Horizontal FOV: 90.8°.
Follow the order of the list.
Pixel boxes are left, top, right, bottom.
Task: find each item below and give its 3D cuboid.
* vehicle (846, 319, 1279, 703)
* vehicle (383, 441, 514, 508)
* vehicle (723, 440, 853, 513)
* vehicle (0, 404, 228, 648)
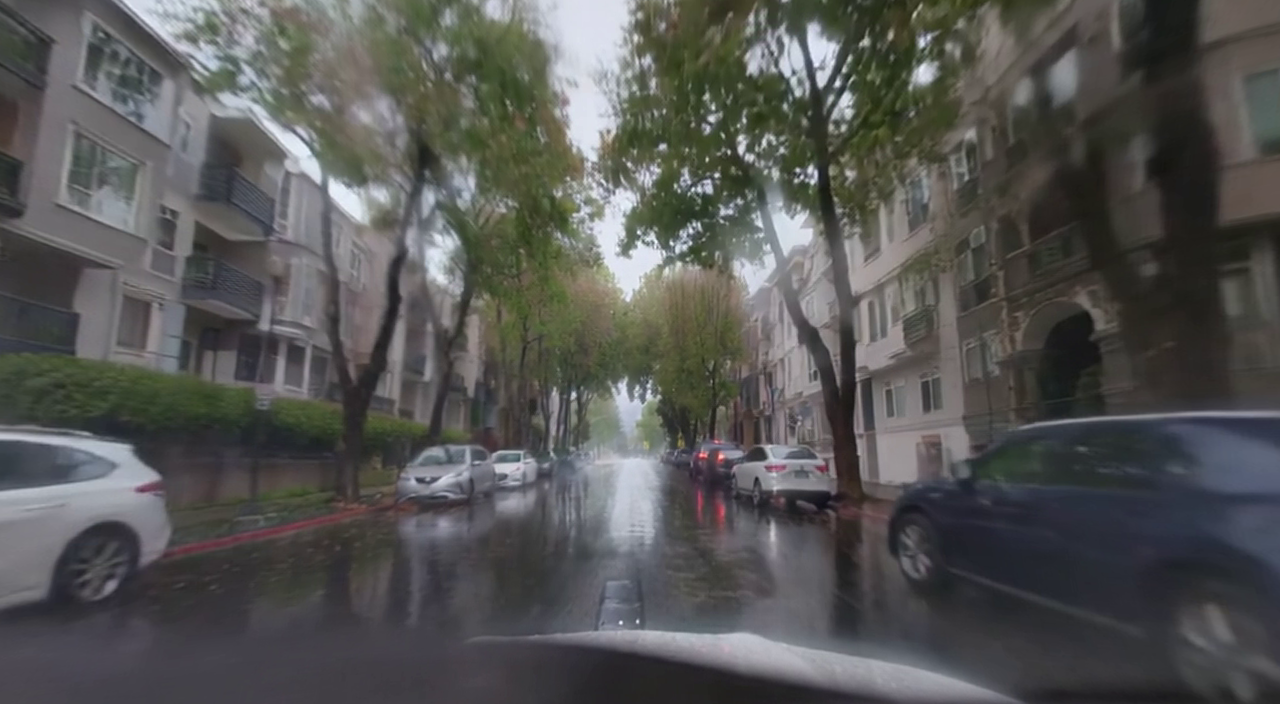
[{"bbox_3d":[3.945,1.213,4.922,2.473,1.895,6.050,0,-10,-2],"label":"vehicle"},{"bbox_3d":[-5.576,3.629,19.308,2.222,1.735,5.215,-1,-8,2],"label":"vehicle"},{"bbox_3d":[3.824,3.309,17.448,2.187,1.699,5.038,0,-8,-2],"label":"vehicle"},{"bbox_3d":[-5.650,1.178,4.045,2.122,1.722,5.662,-1,-9,1],"label":"vehicle"}]
